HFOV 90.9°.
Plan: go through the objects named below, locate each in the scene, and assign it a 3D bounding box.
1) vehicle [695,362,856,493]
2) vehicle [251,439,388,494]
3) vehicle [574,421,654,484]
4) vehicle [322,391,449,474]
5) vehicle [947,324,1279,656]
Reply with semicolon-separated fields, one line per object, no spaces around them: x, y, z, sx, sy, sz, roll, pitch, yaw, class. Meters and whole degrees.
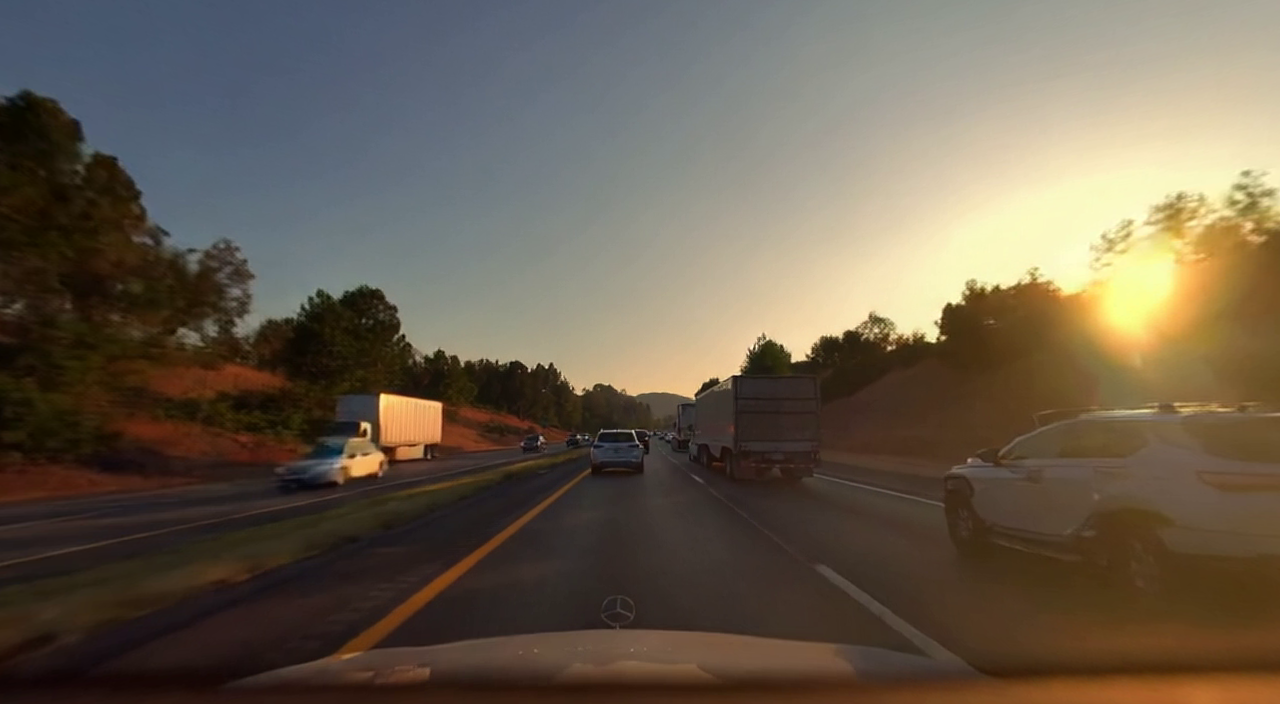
3.503;2.281;18.837;2.723;3.027;8.478;0;-7;-1;vehicle
-9.878;3.515;19.922;1.848;1.489;4.624;0;-8;1;vehicle
-0.685;2.889;18.473;2.082;1.638;4.055;0;-7;0;vehicle
-13.771;4.506;35.405;2.904;3.961;10.187;0;-8;0;vehicle
4.670;1.028;5.405;2.011;1.905;3.905;0;-8;-1;vehicle
